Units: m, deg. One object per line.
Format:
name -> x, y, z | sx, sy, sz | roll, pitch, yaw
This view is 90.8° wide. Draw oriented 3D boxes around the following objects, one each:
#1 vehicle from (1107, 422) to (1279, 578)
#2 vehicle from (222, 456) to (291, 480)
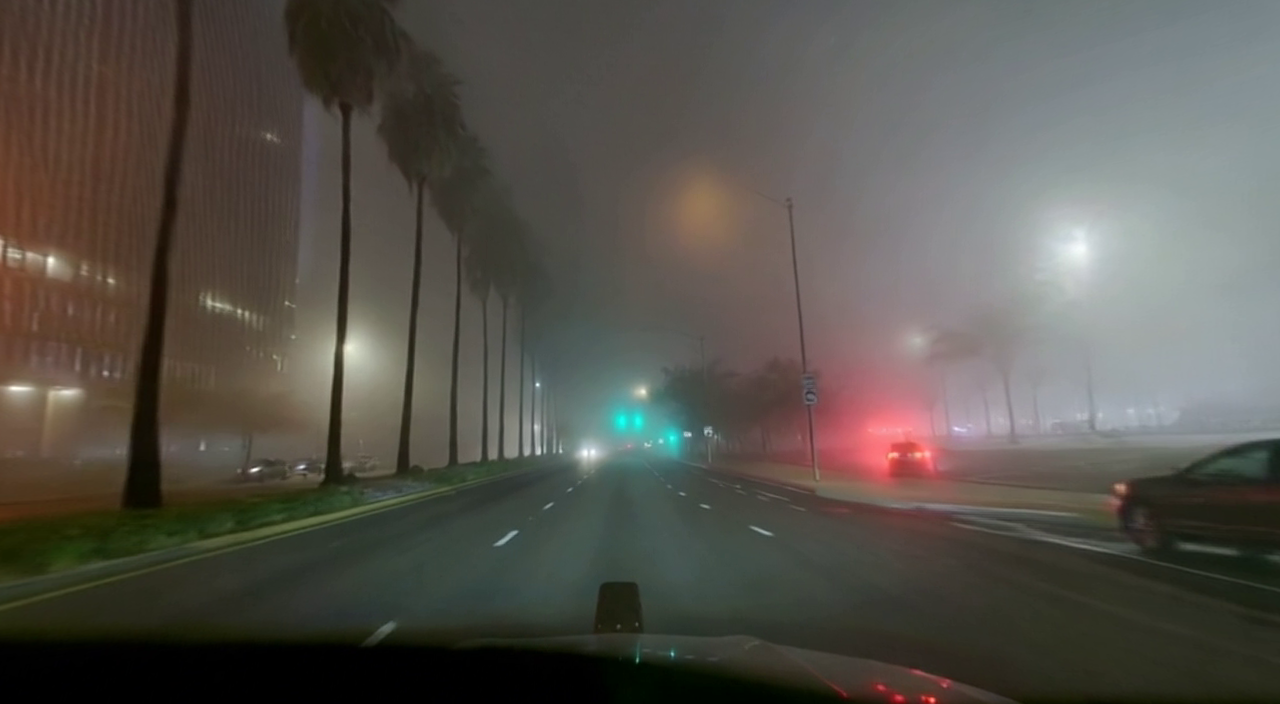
vehicle -> 7.143, 1.400, 5.943 | 1.919, 1.499, 4.779 | -1, -9, 2
vehicle -> -25.341, 7.663, 41.945 | 2.080, 1.457, 4.424 | 0, -9, -4
